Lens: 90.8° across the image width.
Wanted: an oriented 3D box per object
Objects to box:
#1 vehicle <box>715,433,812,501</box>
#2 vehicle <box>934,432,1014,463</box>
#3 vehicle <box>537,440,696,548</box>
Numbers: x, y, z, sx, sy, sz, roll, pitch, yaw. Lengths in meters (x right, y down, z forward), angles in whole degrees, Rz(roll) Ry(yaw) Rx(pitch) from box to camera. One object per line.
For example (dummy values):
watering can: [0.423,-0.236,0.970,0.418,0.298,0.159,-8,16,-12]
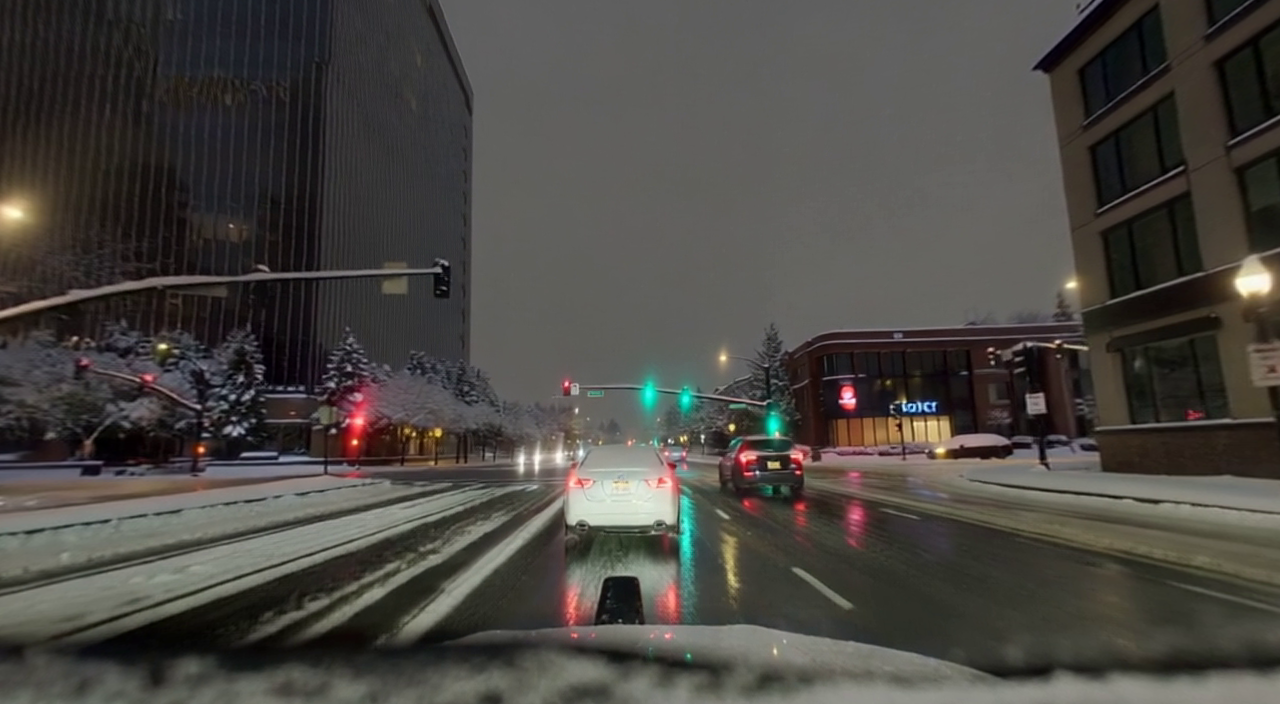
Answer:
vehicle: [3.590,3.376,19.156,2.078,1.799,4.089,1,-8,-1]
vehicle: [24.281,7.015,46.080,4.384,2.000,2.345,1,-13,-4]
vehicle: [-0.346,2.207,10.589,2.144,1.398,3.963,1,-8,-1]
